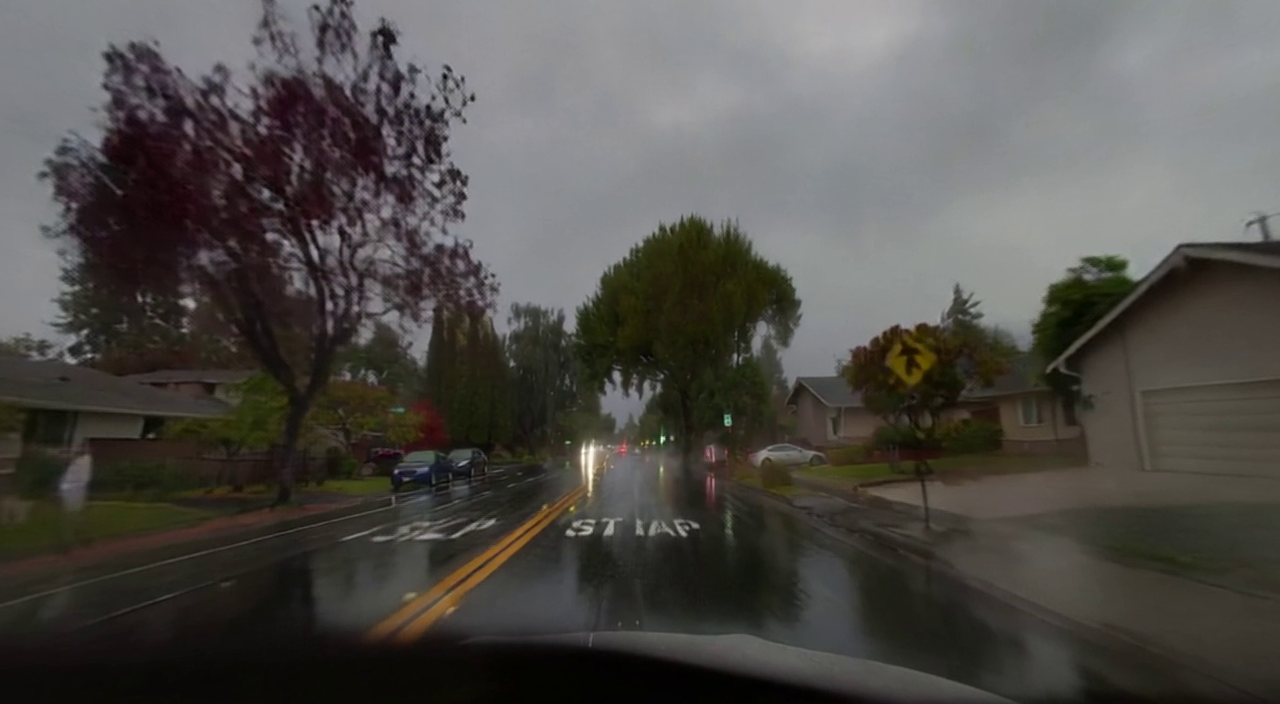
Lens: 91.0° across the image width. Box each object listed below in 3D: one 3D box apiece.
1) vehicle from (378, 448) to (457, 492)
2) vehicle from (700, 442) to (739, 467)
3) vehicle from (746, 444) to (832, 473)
[{"bbox_3d":[-9.360,4.969,26.871,1.998,1.684,4.180,1,-9,-3],"label":"vehicle"},{"bbox_3d":[5.600,7.266,44.785,2.096,1.713,4.606,0,-9,-1],"label":"vehicle"},{"bbox_3d":[8.068,5.808,34.495,4.438,1.466,1.943,-1,-9,9],"label":"vehicle"}]
